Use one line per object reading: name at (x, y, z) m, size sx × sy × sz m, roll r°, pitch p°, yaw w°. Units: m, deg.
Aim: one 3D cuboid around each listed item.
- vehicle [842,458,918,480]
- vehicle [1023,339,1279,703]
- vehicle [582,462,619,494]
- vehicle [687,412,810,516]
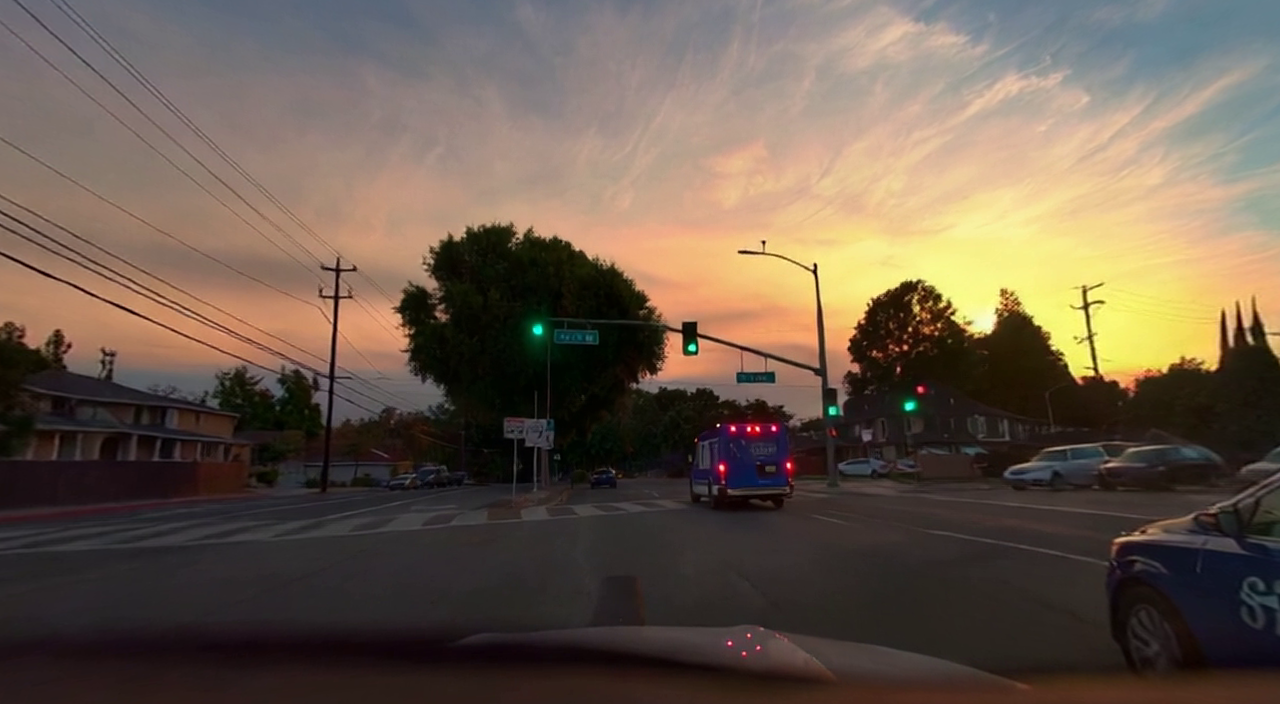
vehicle at (17.630, 8.610, 46.528) m, size 4.868 × 1.455 × 2.054 m, roll -5°, pitch -10°, yaw 30°
vehicle at (4.200, 0.837, 2.602) m, size 2.194 × 1.922 × 4.822 m, roll 0°, pitch -9°, yaw 0°
vehicle at (-2.419, 7.495, 37.905) m, size 2.114 × 1.707 × 3.725 m, roll 1°, pitch -9°, yaw -5°
vehicle at (3.055, 3.348, 19.344) m, size 2.406 × 2.687 × 5.521 m, roll 0°, pitch -9°, yaw -4°
